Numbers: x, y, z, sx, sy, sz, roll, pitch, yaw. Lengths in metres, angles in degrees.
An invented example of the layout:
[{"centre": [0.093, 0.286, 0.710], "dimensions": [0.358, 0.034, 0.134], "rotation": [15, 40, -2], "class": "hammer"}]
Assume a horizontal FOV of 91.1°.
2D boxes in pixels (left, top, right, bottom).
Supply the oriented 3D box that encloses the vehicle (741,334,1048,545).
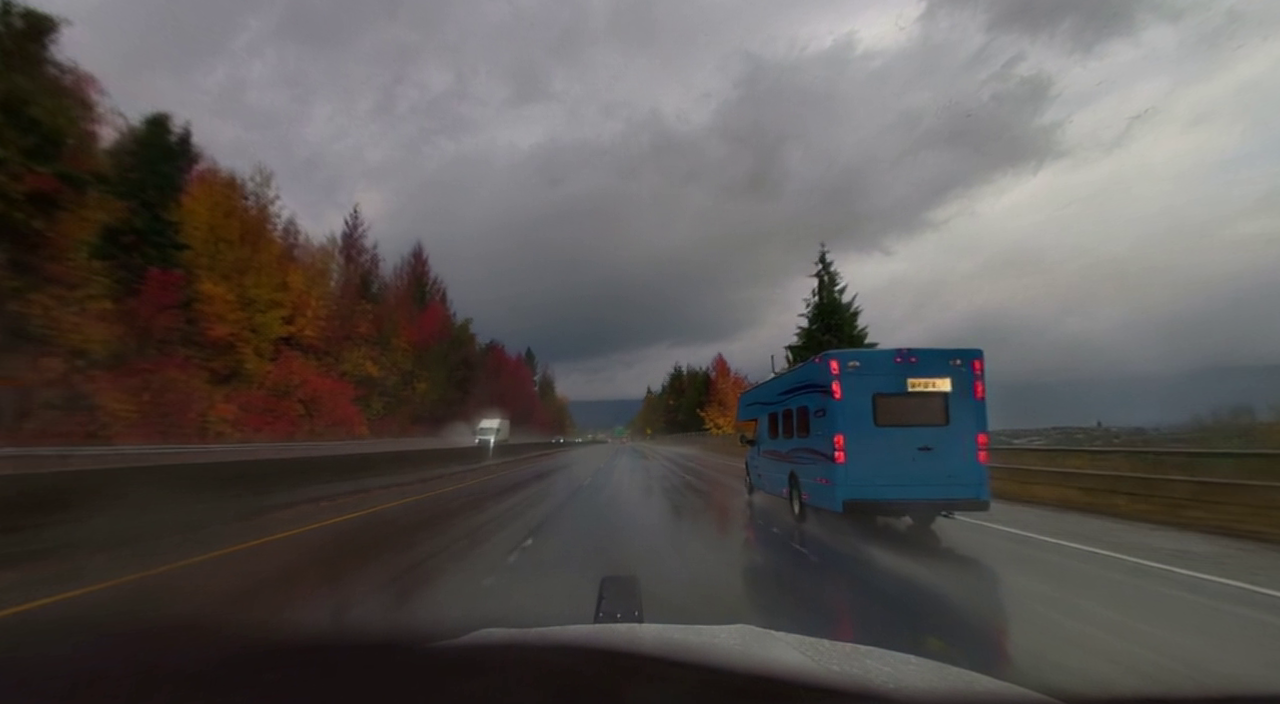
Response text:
[{"centre": [4.036, 1.656, 12.192], "dimensions": [2.815, 2.876, 7.101], "rotation": [0, -8, -1], "class": "vehicle"}]
